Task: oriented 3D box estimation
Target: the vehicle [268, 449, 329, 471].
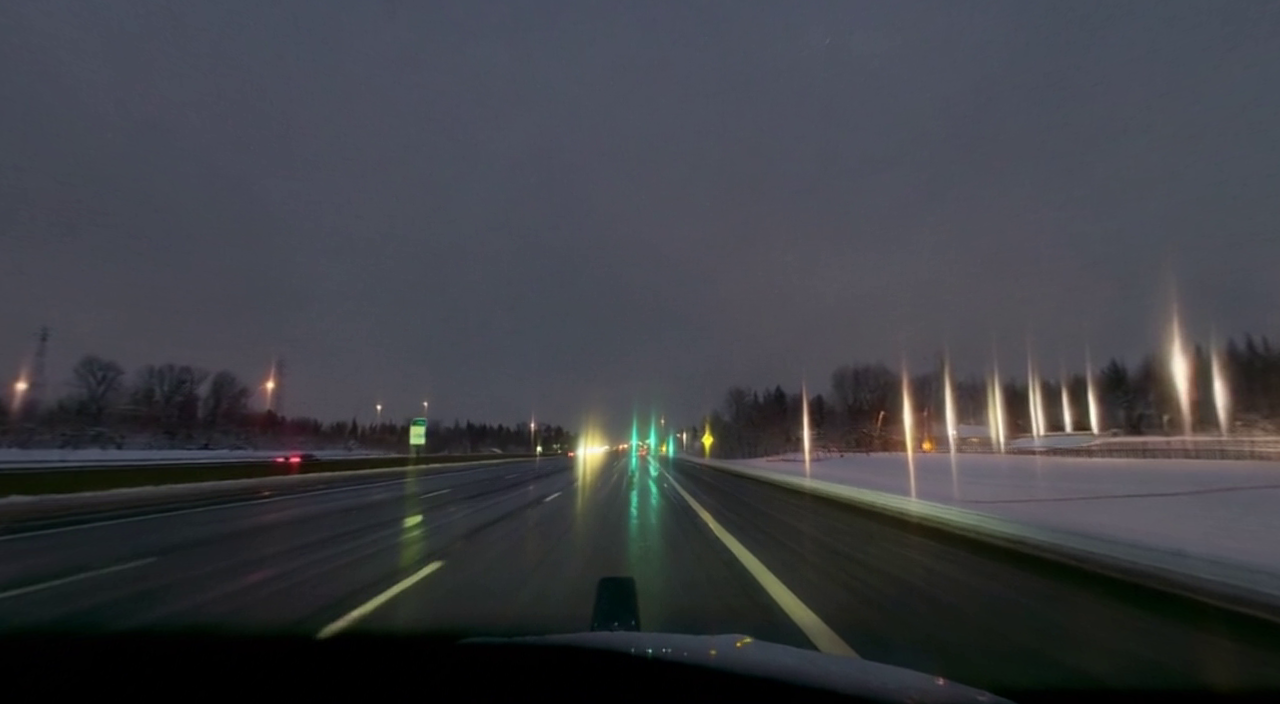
[{"bbox_3d":[-26.327,8.345,48.888,1.923,1.563,4.762,0,-9,1],"label":"vehicle"}]
